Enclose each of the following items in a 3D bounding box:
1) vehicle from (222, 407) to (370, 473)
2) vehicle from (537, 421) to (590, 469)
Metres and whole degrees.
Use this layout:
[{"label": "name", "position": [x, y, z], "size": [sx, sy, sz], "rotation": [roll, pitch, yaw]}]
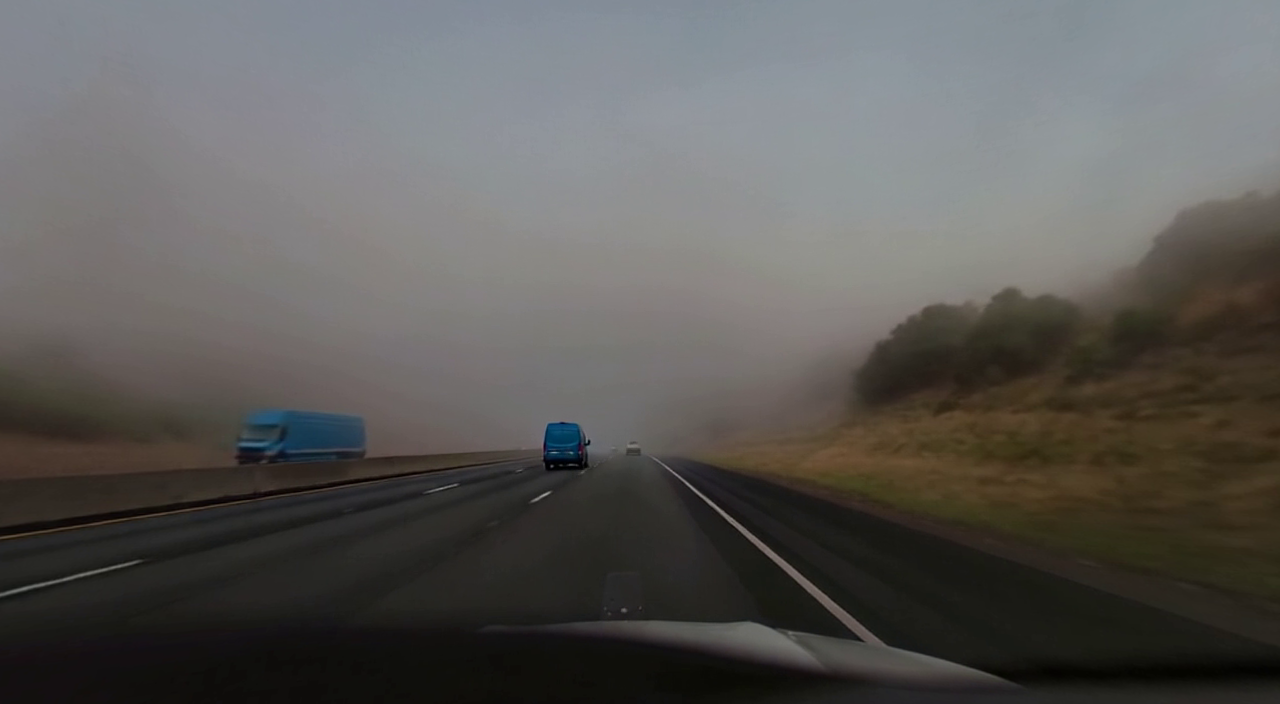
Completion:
[{"label": "vehicle", "position": [-24.072, 6.393, 45.547], "size": [2.914, 4.020, 14.107], "rotation": [0, -8, 0]}, {"label": "vehicle", "position": [-4.180, 5.222, 35.413], "size": [2.329, 2.483, 5.428], "rotation": [0, -8, 0]}]
